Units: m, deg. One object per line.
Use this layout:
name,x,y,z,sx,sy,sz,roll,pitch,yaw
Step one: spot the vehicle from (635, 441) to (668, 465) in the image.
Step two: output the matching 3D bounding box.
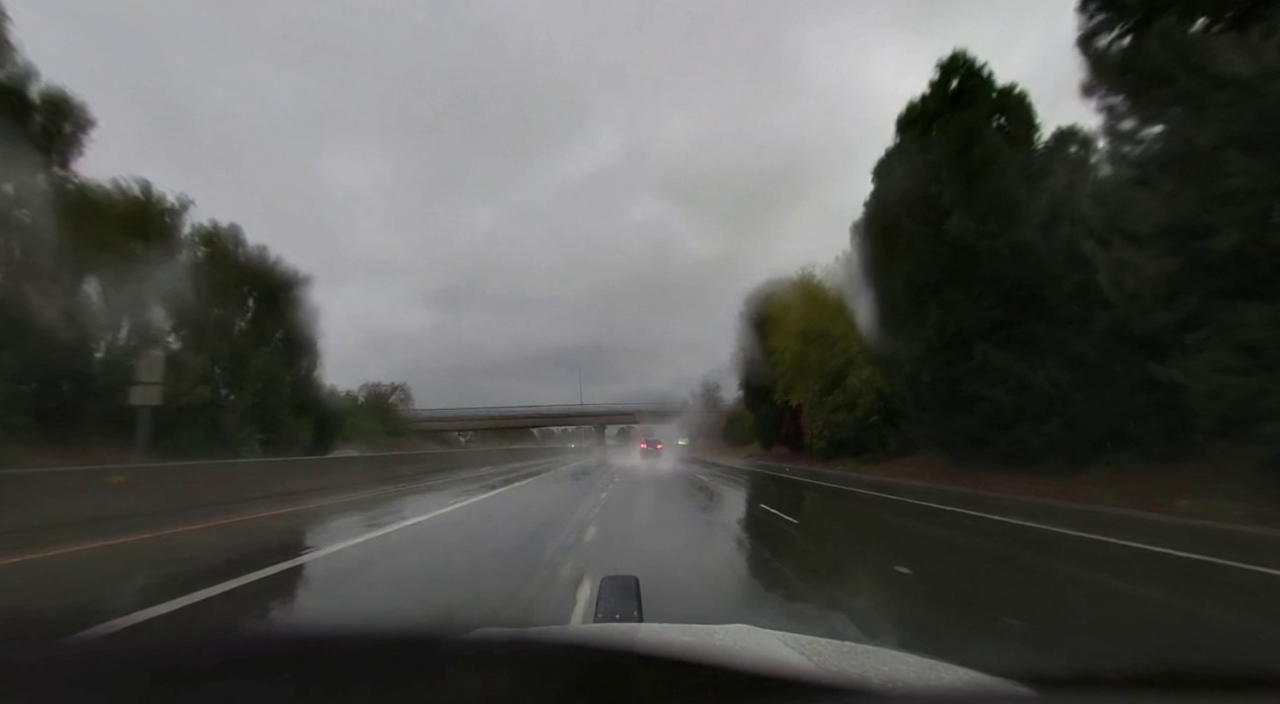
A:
vehicle,0.696,6.578,41.247,1.970,1.477,4.158,0,-9,-1
